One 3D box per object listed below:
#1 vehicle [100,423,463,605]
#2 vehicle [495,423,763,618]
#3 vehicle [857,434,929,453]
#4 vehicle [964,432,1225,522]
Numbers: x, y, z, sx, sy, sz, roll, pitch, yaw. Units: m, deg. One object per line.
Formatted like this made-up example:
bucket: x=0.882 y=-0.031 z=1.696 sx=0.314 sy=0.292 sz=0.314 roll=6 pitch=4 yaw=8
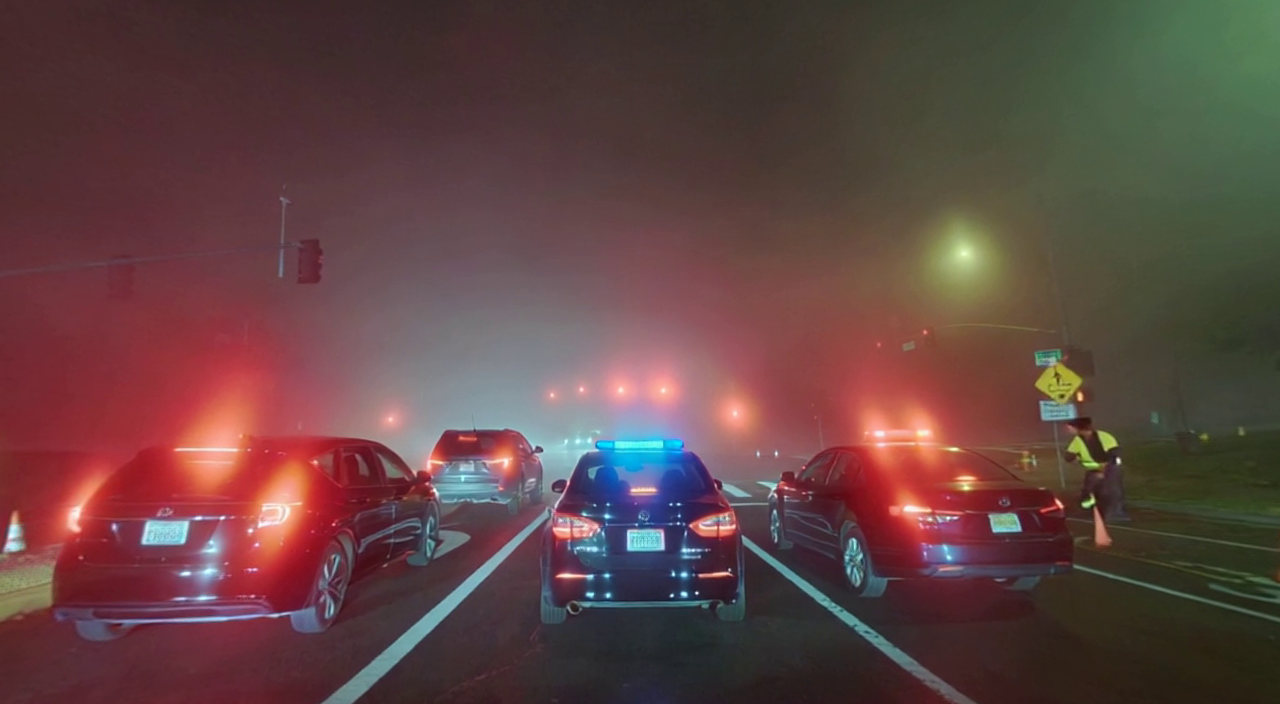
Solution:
vehicle: x=-3.611 y=1.675 z=7.395 sx=1.863 sy=1.526 sz=4.006 roll=0 pitch=-9 yaw=1
vehicle: x=-0.124 y=1.625 z=7.093 sx=2.061 sy=1.486 sz=4.332 roll=0 pitch=-8 yaw=-1
vehicle: x=20.029 y=7.270 z=49.938 sx=4.827 sy=1.484 sz=1.883 roll=0 pitch=-9 yaw=0
vehicle: x=9.341 y=2.583 z=13.615 sx=1.957 sy=1.576 sz=4.670 roll=0 pitch=-9 yaw=-3
